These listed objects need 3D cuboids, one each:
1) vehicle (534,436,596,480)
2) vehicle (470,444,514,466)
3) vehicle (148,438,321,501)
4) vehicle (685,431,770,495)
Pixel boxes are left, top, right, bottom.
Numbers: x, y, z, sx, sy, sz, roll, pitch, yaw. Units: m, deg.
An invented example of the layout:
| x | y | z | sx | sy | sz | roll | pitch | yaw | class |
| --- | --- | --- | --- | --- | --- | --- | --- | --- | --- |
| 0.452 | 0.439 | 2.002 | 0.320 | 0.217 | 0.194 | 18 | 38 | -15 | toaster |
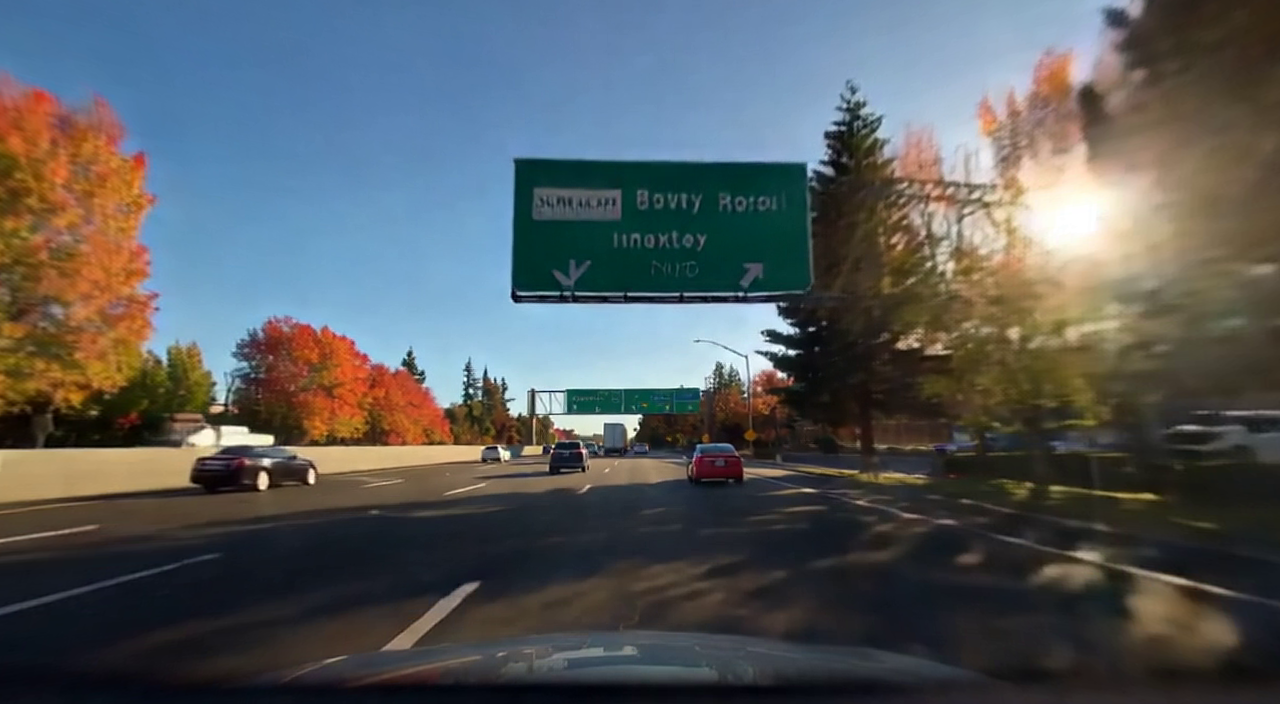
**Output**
| x | y | z | sx | sy | sz | roll | pitch | yaw | class |
| --- | --- | --- | --- | --- | --- | --- | --- | --- | --- |
| -3.176 | 4.599 | 27.600 | 2.111 | 1.742 | 4.315 | 0 | -9 | 1 | vehicle |
| -10.717 | 7.516 | 45.988 | 2.006 | 1.509 | 4.634 | 0 | -9 | 1 | vehicle |
| -11.010 | 3.195 | 17.548 | 1.919 | 1.509 | 4.265 | 1 | -9 | 1 | vehicle |
| 2.621 | 3.468 | 19.942 | 2.101 | 1.742 | 4.495 | 1 | -9 | 1 | vehicle |
